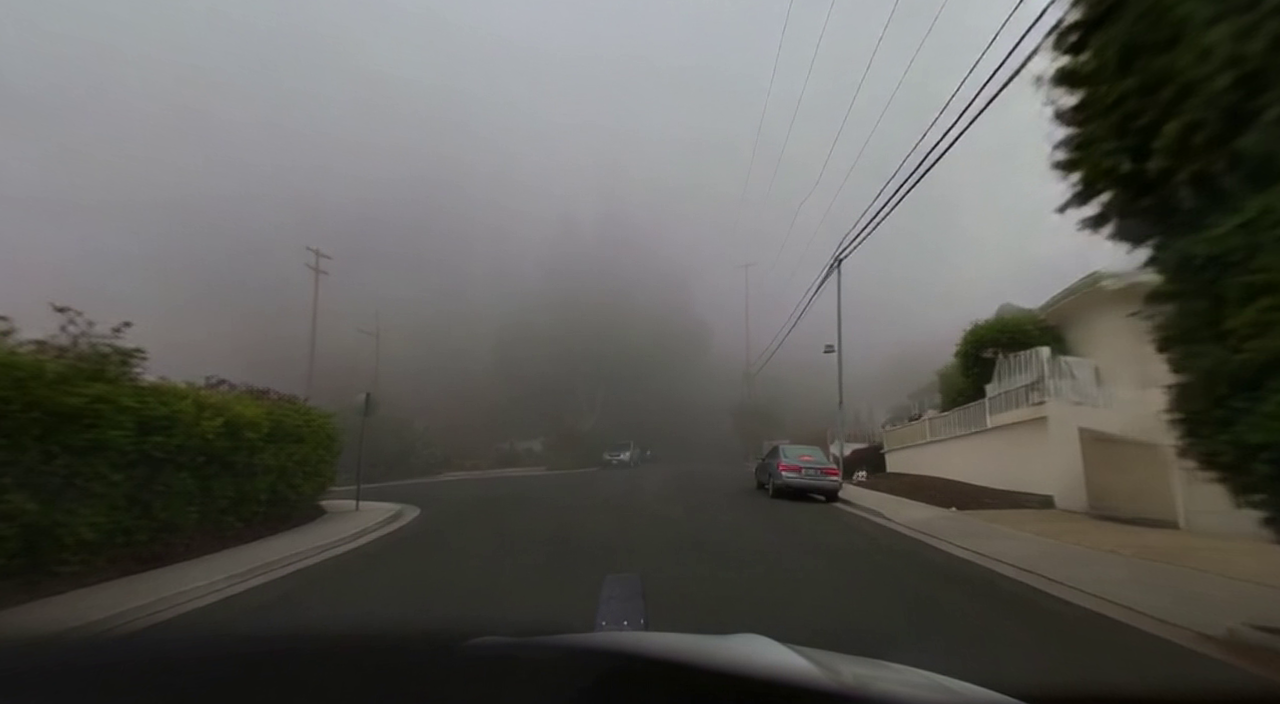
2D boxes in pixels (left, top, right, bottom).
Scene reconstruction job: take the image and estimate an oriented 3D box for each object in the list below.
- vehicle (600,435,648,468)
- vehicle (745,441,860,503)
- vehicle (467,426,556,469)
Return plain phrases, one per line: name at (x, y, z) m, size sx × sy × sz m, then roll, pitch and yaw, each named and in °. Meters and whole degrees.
vehicle at (-0.923, 6.374, 40.436) m, size 2.463 × 1.951 × 5.794 m, roll -1°, pitch -9°, yaw 4°
vehicle at (4.284, 3.255, 17.587) m, size 2.151 × 1.468 × 5.066 m, roll -1°, pitch -9°, yaw 4°
vehicle at (-8.914, 6.634, 43.771) m, size 5.828 × 2.818 × 2.231 m, roll 2°, pitch -9°, yaw -12°
